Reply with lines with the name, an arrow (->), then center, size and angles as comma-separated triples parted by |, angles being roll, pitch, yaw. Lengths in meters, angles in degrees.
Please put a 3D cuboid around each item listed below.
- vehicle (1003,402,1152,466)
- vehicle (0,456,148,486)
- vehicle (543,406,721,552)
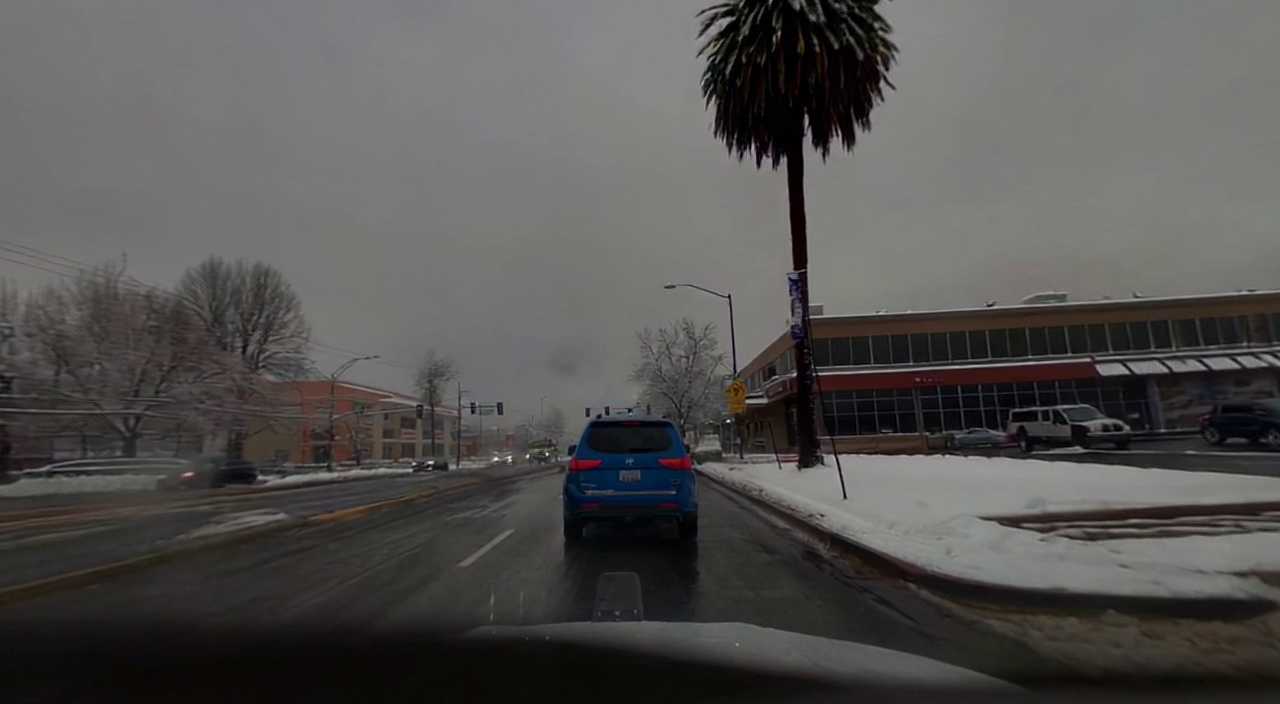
vehicle -> 16.088, 3.057, 23.122 | 6.060, 2.047, 2.490 | 6, -11, -36
vehicle -> -28.325, 5.949, 31.866 | 5.154, 1.343, 1.943 | 4, -10, -25
vehicle -> -0.140, 1.892, 9.963 | 2.234, 1.818, 3.869 | 0, -9, -1
